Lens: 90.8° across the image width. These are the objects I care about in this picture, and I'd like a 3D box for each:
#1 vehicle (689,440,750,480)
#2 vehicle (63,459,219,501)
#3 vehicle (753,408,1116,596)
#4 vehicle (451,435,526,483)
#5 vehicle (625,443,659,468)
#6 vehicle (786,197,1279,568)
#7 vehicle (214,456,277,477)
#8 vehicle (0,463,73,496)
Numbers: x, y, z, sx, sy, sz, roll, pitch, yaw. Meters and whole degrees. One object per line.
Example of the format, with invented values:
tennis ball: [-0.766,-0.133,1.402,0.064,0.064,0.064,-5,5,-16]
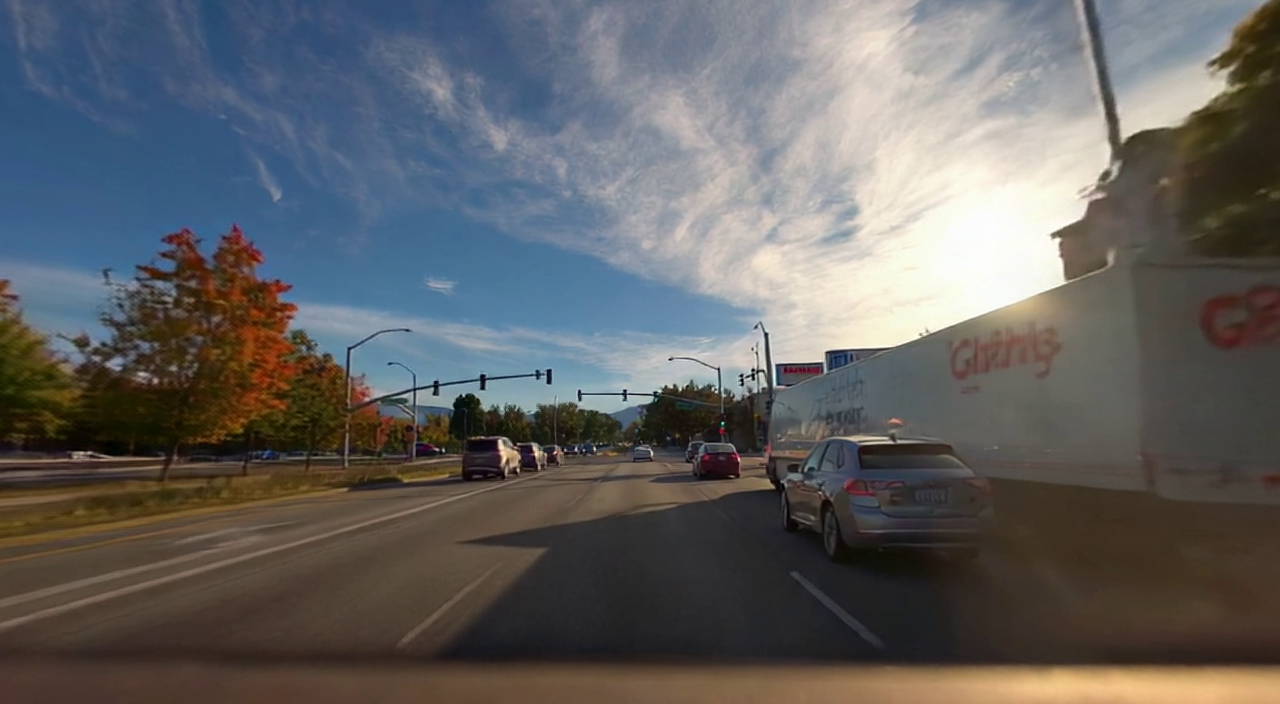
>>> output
vehicle: [3.156,4.361,25.796,1.842,1.480,4.155,0,-9,-1]
vehicle: [-20.924,5.339,26.820,2.016,1.486,4.892,-2,-9,14]
vehicle: [2.981,1.650,7.913,2.174,1.596,4.779,0,-9,-1]
vehicle: [-6.354,4.533,27.068,2.136,1.837,4.669,0,-9,-1]
vehicle: [0.099,6.403,39.184,2.008,1.464,4.052,0,-9,0]
vehicle: [7.039,1.474,15.262,2.899,4.154,16.592,0,-8,-1]
vehicle: [-30.979,8.997,49.741,3.950,1.536,1.932,4,-10,-27]
vehicle: [-31.423,6.307,31.273,4.434,1.531,2.003,4,-9,-24]
